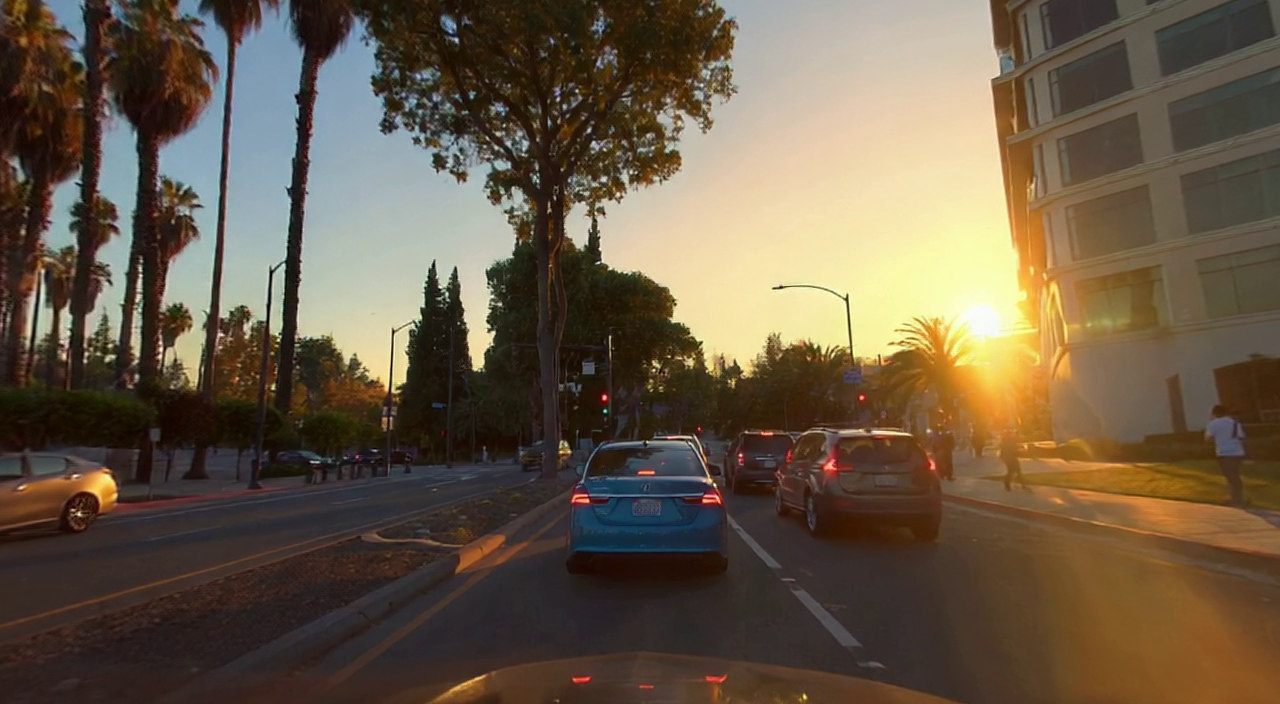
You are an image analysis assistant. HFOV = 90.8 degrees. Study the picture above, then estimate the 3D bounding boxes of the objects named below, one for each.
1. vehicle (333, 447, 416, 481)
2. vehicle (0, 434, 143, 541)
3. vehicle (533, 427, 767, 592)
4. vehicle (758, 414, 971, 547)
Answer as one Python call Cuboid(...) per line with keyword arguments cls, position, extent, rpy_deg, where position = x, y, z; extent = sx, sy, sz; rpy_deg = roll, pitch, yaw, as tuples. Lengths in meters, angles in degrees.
Cuboid(cls="vehicle", position=(-13.176, 5.566, 31.723), extent=(1.965, 1.507, 4.725), rpy_deg=(-1, -8, 2))
Cuboid(cls="vehicle", position=(-13.057, 2.718, 12.293), extent=(2.240, 1.964, 5.707), rpy_deg=(-6, -8, 0))
Cuboid(cls="vehicle", position=(0.133, 1.714, 7.715), extent=(2.088, 1.452, 3.993), rpy_deg=(0, -8, 1))
Cuboid(cls="vehicle", position=(3.374, 2.020, 10.564), extent=(2.003, 1.733, 4.319), rpy_deg=(0, -8, 1))
